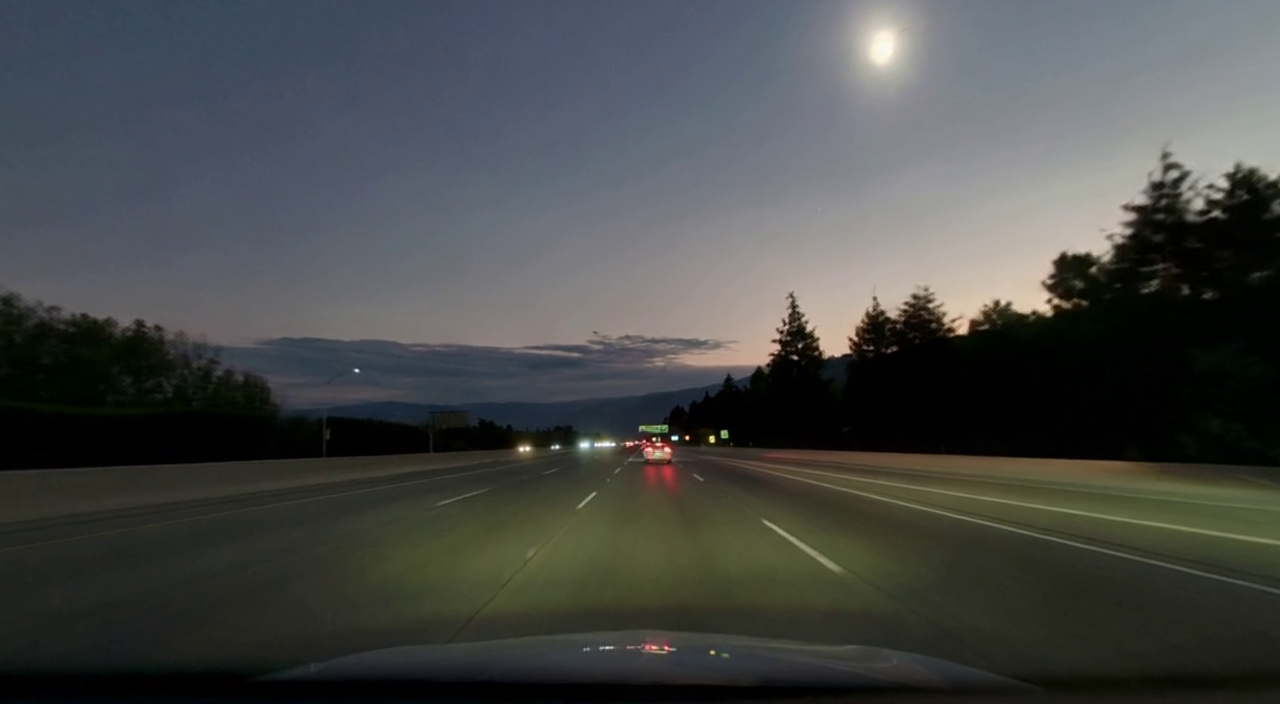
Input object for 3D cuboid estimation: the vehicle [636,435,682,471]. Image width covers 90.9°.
[{"bbox_3d":[0.945,5.400,33.961,2.260,1.766,4.348,0,-8,0],"label":"vehicle"}]
